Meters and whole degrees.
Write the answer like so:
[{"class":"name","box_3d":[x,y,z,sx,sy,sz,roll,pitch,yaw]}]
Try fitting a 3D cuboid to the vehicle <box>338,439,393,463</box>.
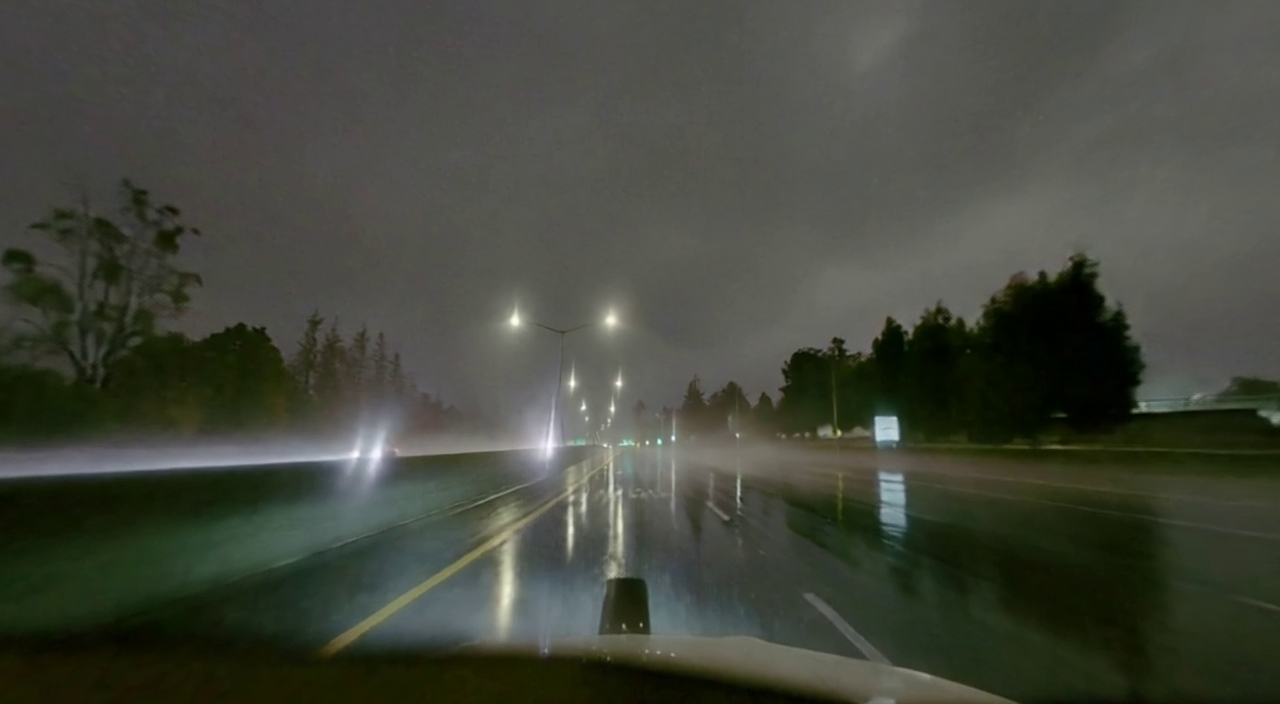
[{"class":"vehicle","box_3d":[-19.519,7.059,45.105,1.907,1.553,4.616,0,-8,-1]}]
